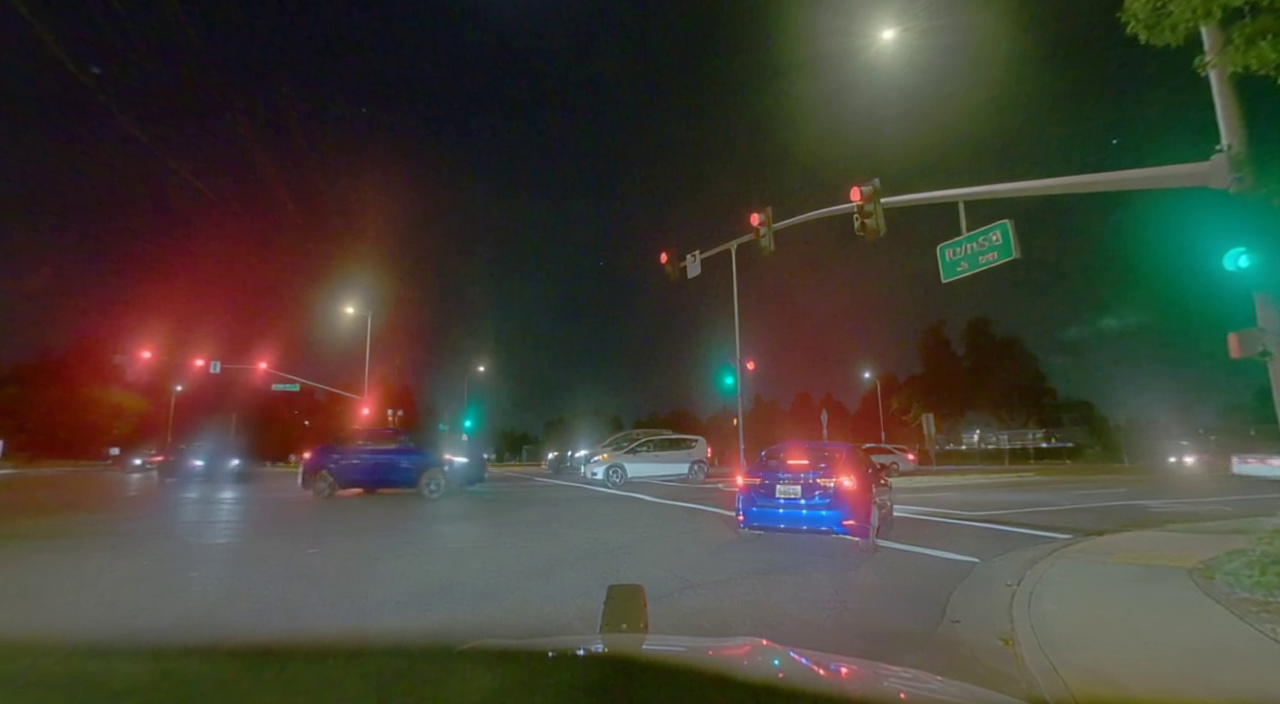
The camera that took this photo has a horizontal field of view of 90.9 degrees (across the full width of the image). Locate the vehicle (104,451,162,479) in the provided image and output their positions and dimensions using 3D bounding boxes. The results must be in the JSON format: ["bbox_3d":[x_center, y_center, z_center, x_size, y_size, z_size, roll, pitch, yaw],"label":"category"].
[{"bbox_3d":[-29.929,6.629,37.148,4.589,1.462,1.953,-8,-12,43],"label":"vehicle"}]

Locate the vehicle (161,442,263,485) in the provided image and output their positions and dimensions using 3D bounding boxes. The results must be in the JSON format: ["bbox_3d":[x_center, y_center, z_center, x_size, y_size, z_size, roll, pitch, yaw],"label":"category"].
[{"bbox_3d":[-16.380,4.176,24.014,4.826,1.484,2.000,-8,-11,42],"label":"vehicle"}]

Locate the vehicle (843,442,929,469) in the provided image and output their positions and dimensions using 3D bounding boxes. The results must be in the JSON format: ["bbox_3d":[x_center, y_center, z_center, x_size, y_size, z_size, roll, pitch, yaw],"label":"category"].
[{"bbox_3d":[13.837,5.791,35.418,4.457,1.429,1.862,4,-9,-26],"label":"vehicle"}]

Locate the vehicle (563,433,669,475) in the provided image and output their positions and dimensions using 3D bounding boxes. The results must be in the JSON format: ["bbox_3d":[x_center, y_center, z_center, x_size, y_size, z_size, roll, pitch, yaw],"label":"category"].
[{"bbox_3d":[-1.063,4.583,28.507,4.360,1.749,1.895,4,-10,-28],"label":"vehicle"}]

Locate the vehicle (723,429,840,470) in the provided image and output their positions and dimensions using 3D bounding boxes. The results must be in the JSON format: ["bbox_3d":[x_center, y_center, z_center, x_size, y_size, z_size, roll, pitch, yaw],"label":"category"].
[{"bbox_3d":[7.319,5.063,32.540,5.791,1.964,2.199,5,-10,-26],"label":"vehicle"}]

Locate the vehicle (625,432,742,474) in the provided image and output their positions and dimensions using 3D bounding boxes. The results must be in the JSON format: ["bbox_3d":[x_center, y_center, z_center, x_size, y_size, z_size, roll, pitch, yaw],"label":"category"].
[{"bbox_3d":[1.813,4.151,26.150,4.483,1.589,1.852,4,-9,-25],"label":"vehicle"}]

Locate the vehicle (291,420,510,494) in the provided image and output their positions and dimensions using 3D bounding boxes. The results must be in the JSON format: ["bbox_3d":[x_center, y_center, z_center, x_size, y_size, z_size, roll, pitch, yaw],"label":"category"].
[{"bbox_3d":[-6.636,2.899,17.657,5.332,1.807,2.450,-3,-9,19],"label":"vehicle"}]
